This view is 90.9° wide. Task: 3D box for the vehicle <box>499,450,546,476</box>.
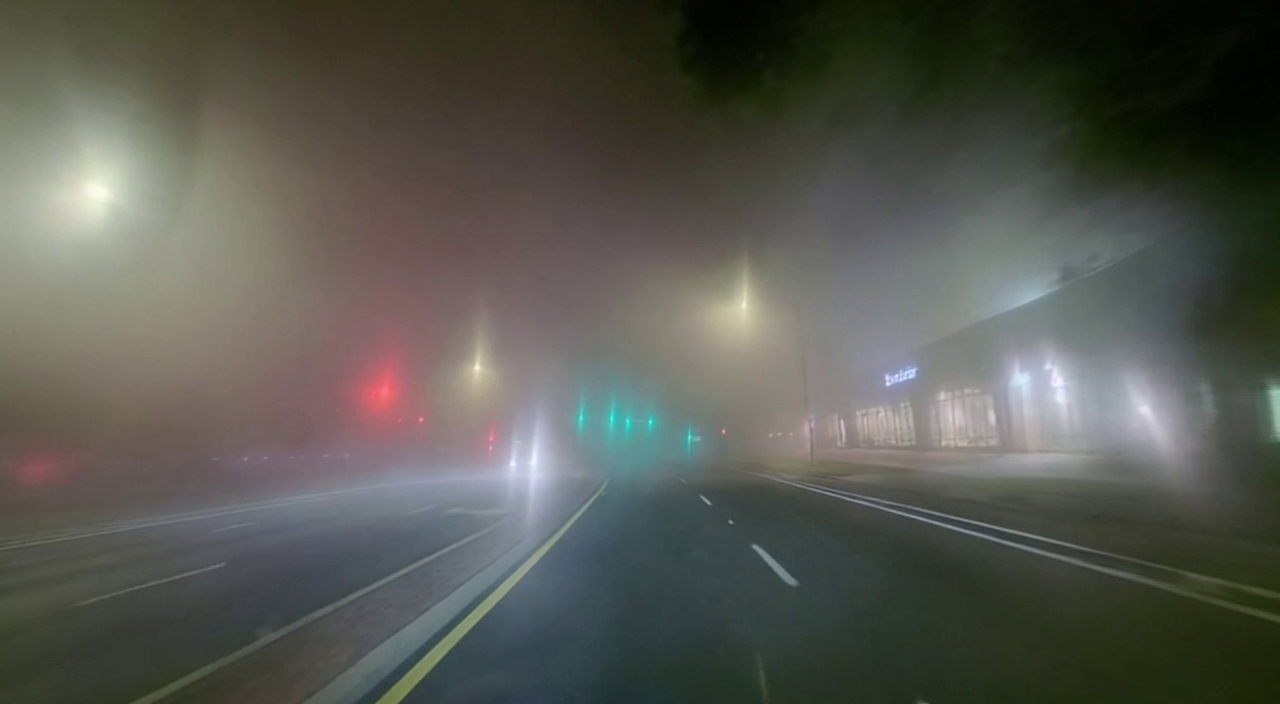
[{"bbox_3d":[-7.098,6.743,38.473,1.954,1.451,4.536,0,-8,1],"label":"vehicle"}]
